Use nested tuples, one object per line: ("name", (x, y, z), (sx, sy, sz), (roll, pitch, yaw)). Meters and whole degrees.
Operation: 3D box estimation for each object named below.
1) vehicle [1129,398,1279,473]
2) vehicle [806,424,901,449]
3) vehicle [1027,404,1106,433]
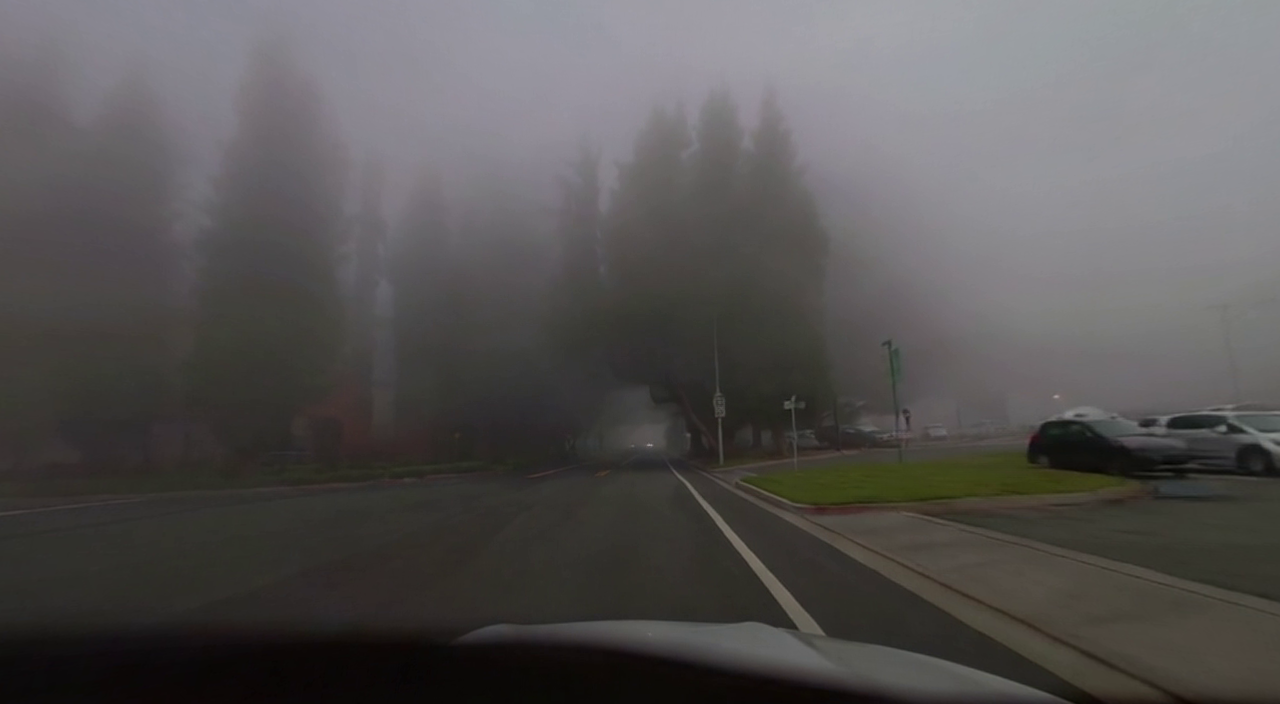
("vehicle", (13.702, 1.882, 14.037), (1.927, 1.464, 4.644), (0, -8, 1))
("vehicle", (12.773, 5.096, 37.924), (4.955, 1.489, 2.002), (0, -8, 1))
("vehicle", (27.244, 4.319, 40.457), (1.850, 1.706, 4.610), (0, -8, 0))
